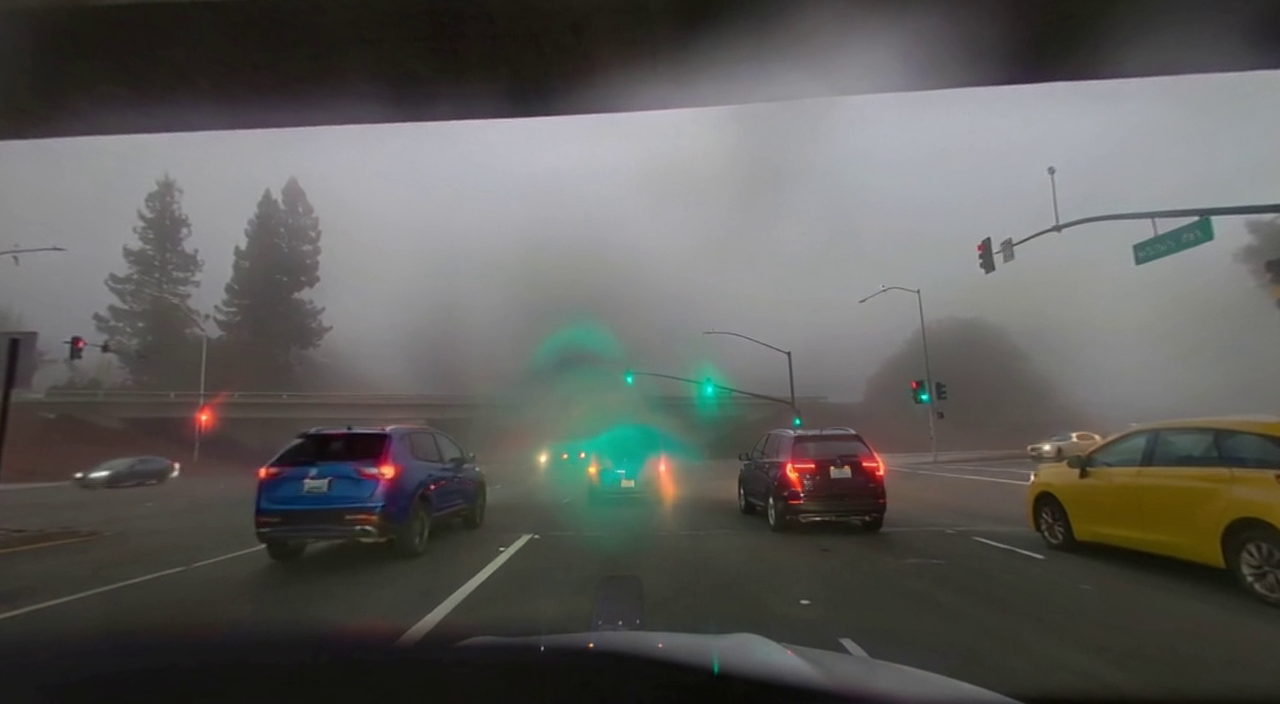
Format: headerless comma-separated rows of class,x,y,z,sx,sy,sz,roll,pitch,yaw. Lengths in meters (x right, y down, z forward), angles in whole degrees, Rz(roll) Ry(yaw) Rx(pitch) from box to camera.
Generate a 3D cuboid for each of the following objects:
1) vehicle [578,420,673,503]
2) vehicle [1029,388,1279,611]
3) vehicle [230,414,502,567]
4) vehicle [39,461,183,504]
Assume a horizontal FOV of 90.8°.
vehicle,-0.426,3.067,18.124,2.342,2.026,4.642,0,-8,-2
vehicle,6.226,1.343,6.166,2.074,1.785,4.320,0,-8,0
vehicle,-3.727,1.968,9.787,2.060,1.768,4.681,0,-8,1
vehicle,-23.065,5.673,27.896,2.044,1.584,5.067,0,-8,-1
